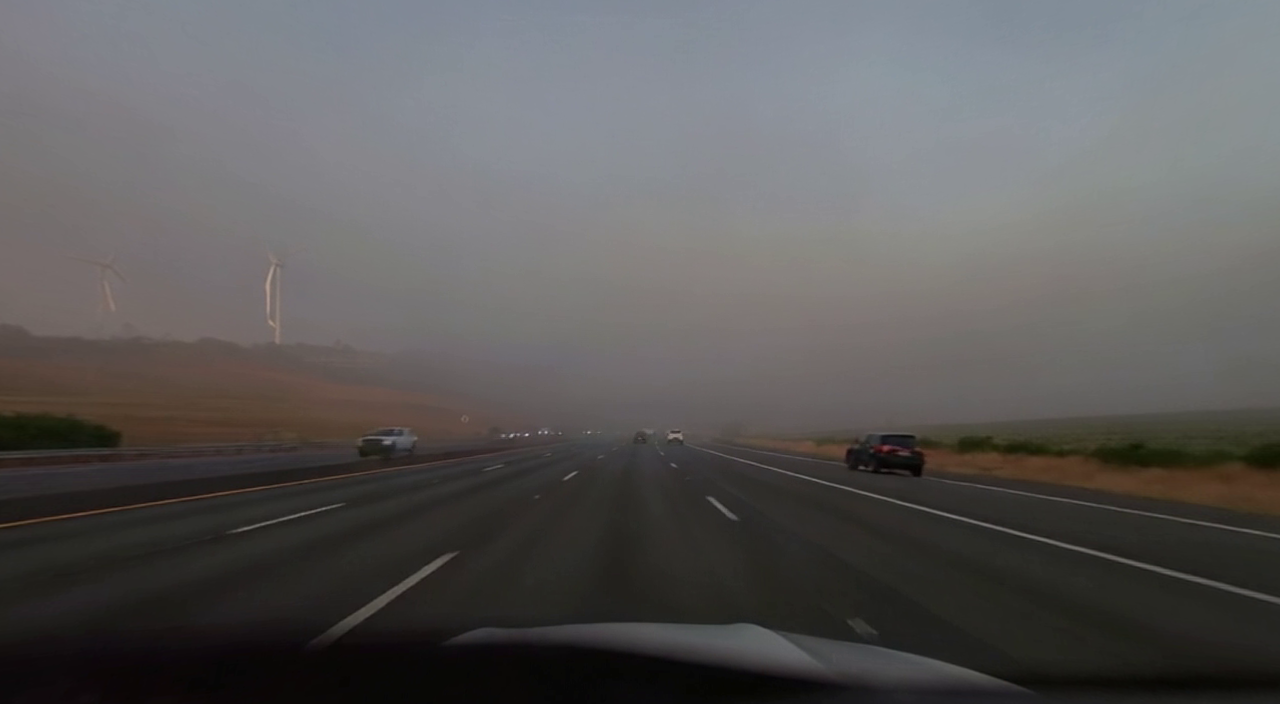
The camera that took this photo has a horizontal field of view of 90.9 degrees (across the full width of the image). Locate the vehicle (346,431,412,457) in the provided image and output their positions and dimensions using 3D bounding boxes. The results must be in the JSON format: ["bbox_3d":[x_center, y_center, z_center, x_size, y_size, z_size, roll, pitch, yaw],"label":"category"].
[{"bbox_3d":[-16.171,5.707,39.322,2.122,1.528,4.581,0,-8,0],"label":"vehicle"}]

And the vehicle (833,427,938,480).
[{"bbox_3d":[7.849,3.266,20.414,1.926,1.559,2.968,1,-8,-6],"label":"vehicle"}]
